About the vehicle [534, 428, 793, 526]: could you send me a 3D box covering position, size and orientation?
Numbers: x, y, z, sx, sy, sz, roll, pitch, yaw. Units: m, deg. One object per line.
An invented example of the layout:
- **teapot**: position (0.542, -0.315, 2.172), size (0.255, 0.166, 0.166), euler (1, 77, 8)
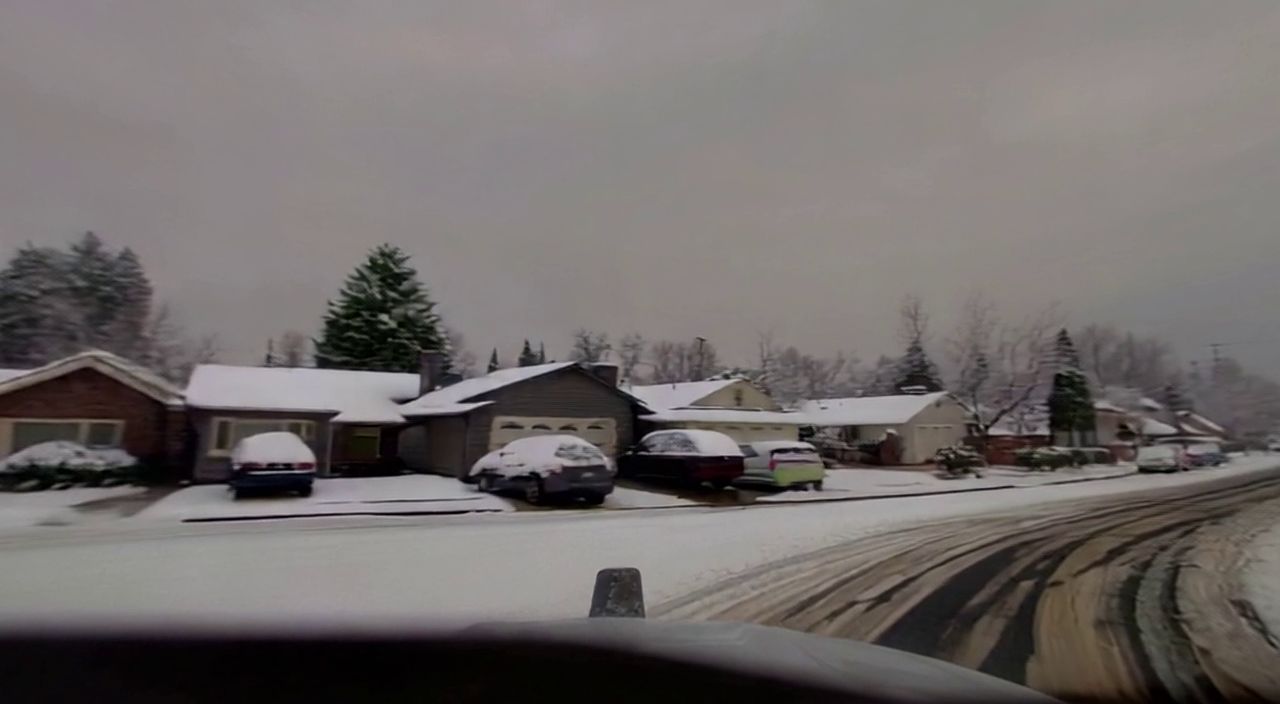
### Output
- **vehicle**: position (0.446, 2.545, 13.366), size (5.082, 1.789, 1.947), euler (2, -9, -17)

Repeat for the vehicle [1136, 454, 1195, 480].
- **vehicle**: position (32.936, 7.191, 39.700), size (1.726, 1.416, 4.160), euler (-4, -9, 24)

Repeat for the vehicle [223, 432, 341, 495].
- **vehicle**: position (-11.176, 3.389, 19.601), size (2.160, 1.695, 4.183), euler (8, -11, -43)

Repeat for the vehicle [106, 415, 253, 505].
- **vehicle**: position (-12.632, 2.870, 17.171), size (2.455, 2.018, 5.271), euler (8, -11, -42)

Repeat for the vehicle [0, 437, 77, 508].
- **vehicle**: position (-15.084, 2.860, 15.356), size (1.833, 1.540, 3.532), euler (8, -11, -42)
